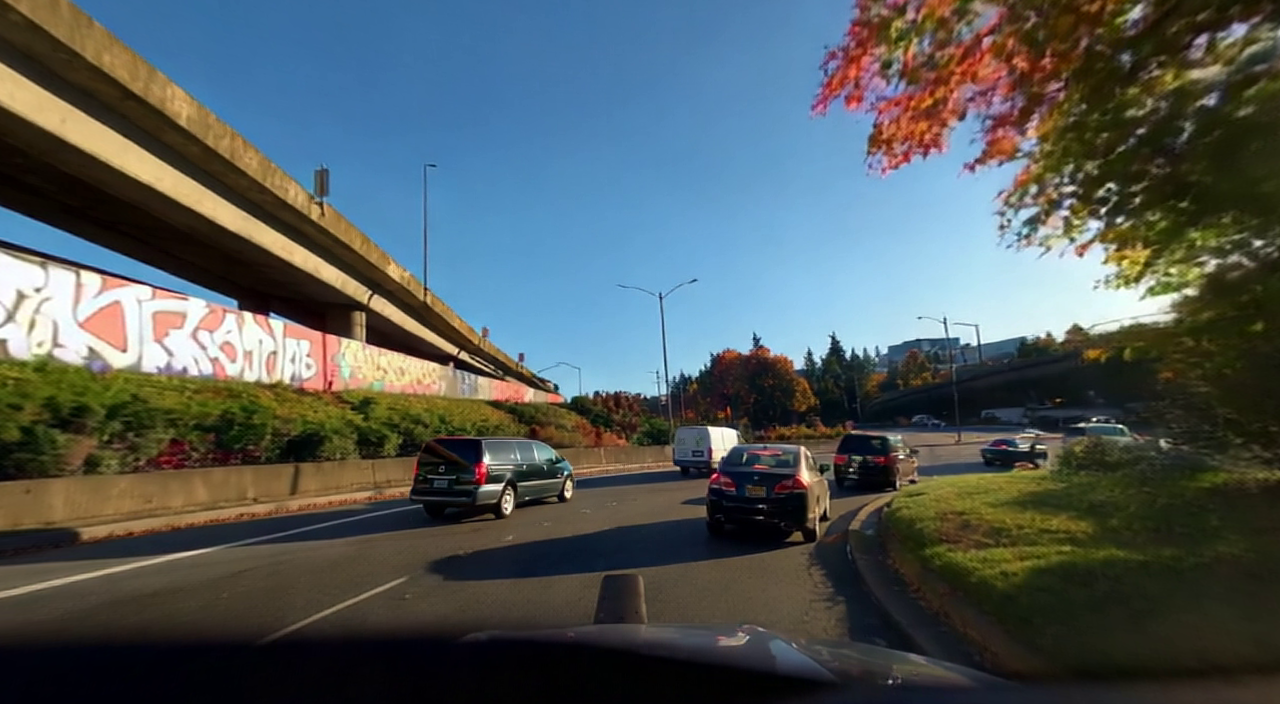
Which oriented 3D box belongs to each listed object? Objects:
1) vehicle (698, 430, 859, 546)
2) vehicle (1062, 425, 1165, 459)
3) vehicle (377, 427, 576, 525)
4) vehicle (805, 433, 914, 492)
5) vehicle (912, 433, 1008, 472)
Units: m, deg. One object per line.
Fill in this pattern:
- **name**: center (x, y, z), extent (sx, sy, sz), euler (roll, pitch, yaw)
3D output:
- **vehicle**: center (2.481, 2.140, 10.474), extent (2.064, 1.515, 3.722), euler (-4, -10, 20)
- **vehicle**: center (21.602, 4.132, 28.598), extent (3.934, 1.485, 1.763), euler (4, -10, -20)
- **vehicle**: center (-2.933, 2.337, 12.329), extent (1.921, 1.554, 4.081), euler (-3, -9, 16)
- **vehicle**: center (6.603, 3.219, 18.564), extent (1.830, 1.519, 4.253), euler (-7, -11, 35)
- **vehicle**: center (12.950, 4.054, 25.299), extent (3.902, 1.446, 1.780), euler (6, -11, -36)
